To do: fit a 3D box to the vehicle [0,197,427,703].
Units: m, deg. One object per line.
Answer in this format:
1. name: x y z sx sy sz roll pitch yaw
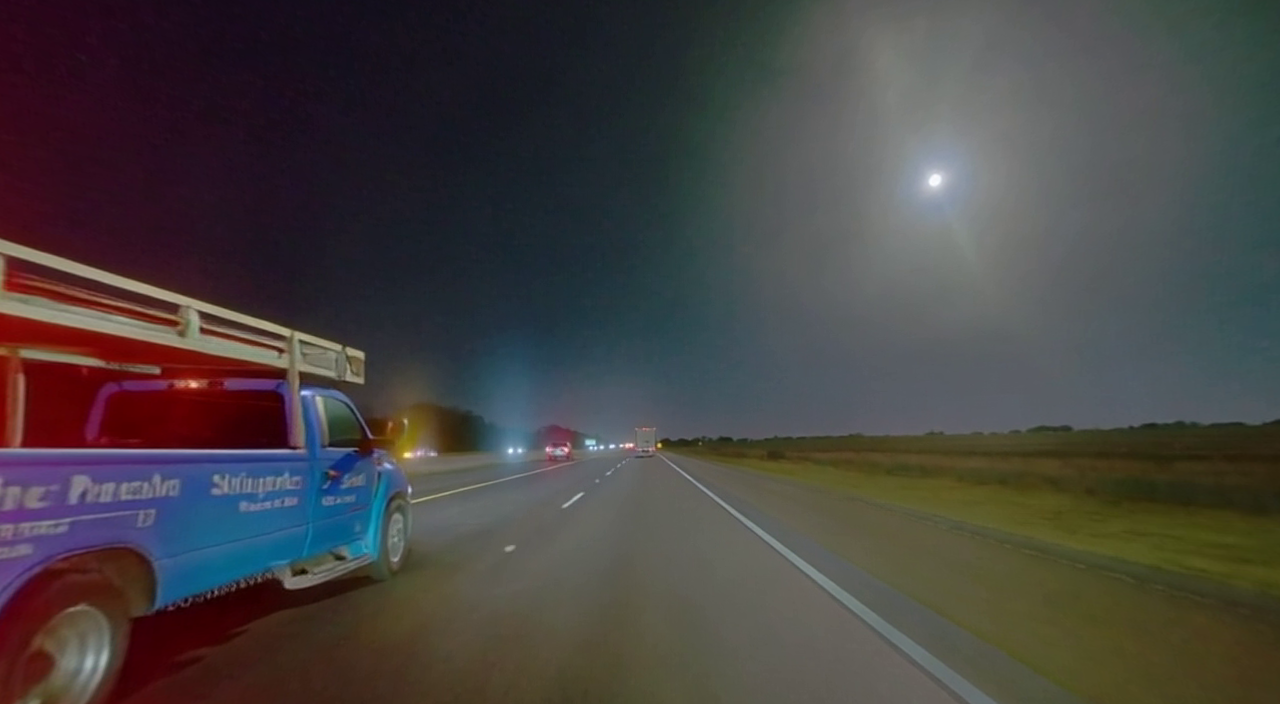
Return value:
1. vehicle: -3.771 0.771 3.503 2.791 2.330 6.725 0 -8 0
